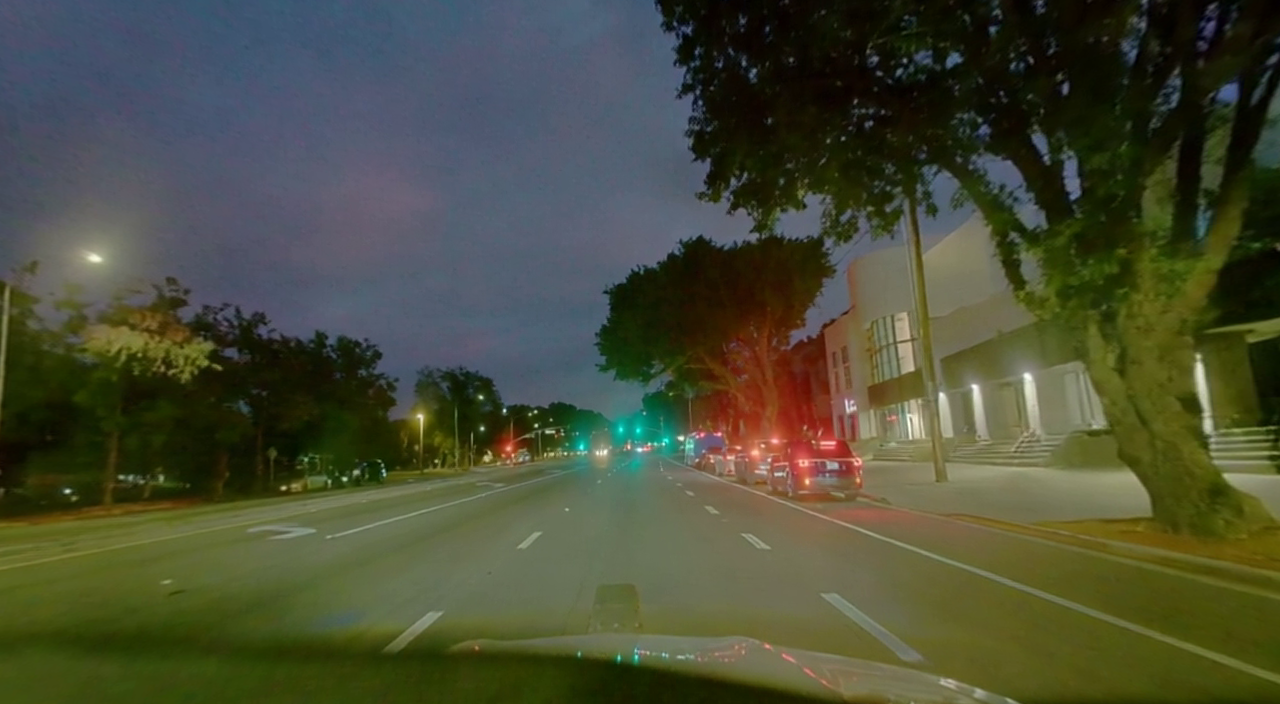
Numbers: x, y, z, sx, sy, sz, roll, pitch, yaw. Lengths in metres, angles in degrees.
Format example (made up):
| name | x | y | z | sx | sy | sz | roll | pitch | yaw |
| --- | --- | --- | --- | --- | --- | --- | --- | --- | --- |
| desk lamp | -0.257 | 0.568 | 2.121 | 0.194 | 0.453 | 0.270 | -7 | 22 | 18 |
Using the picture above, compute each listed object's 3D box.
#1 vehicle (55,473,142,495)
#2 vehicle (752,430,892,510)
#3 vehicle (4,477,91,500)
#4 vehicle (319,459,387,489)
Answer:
| name | x | y | z | sx | sy | sz | roll | pitch | yaw |
| --- | --- | --- | --- | --- | --- | --- | --- | --- | --- |
| vehicle | -41.410 | 10.096 | 48.423 | 4.609 | 1.553 | 2.129 | 0 | -9 | -2 |
| vehicle | 4.438 | 2.953 | 16.328 | 2.094 | 1.731 | 4.763 | 0 | -9 | -1 |
| vehicle | -42.201 | 9.722 | 45.016 | 4.357 | 1.435 | 1.816 | 0 | -9 | 1 |
| vehicle | -19.576 | 8.331 | 43.392 | 2.166 | 1.804 | 4.897 | -1 | -9 | 3 |
